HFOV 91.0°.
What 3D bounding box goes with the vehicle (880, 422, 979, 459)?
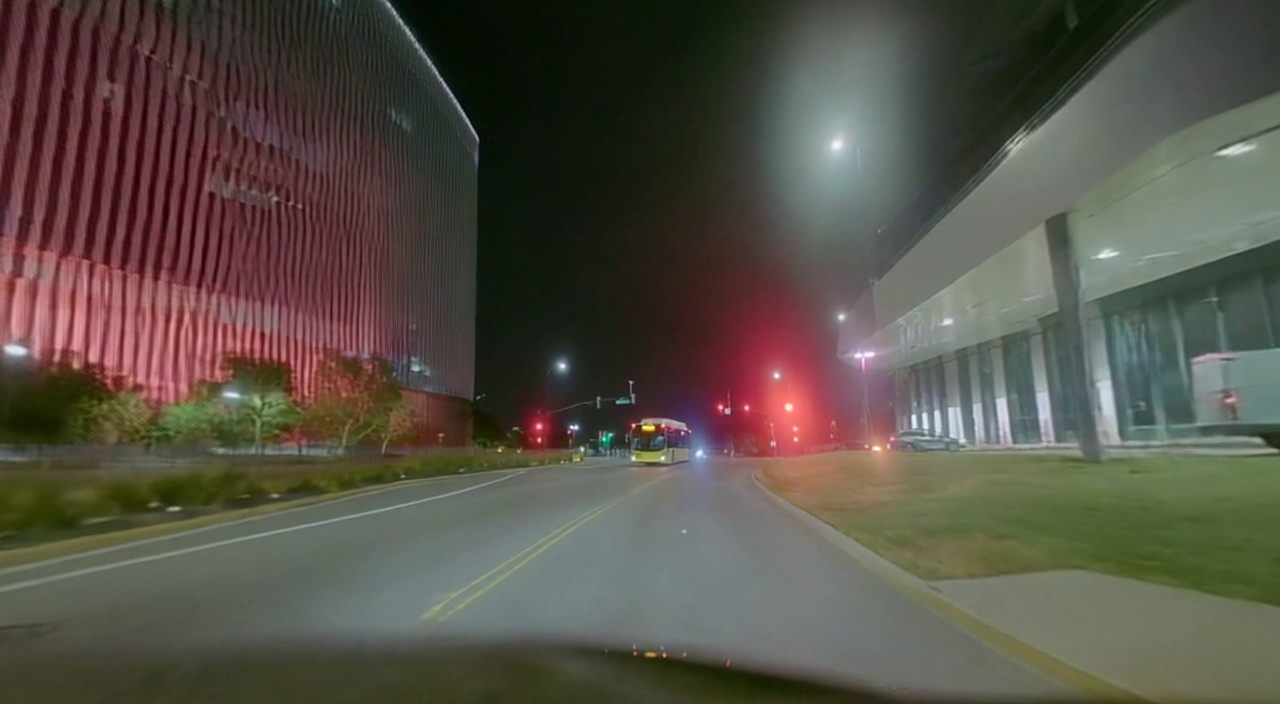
[{"bbox_3d":[16.719,5.177,36.599,4.647,1.951,2.304,-3,-10,10],"label":"vehicle"}]
